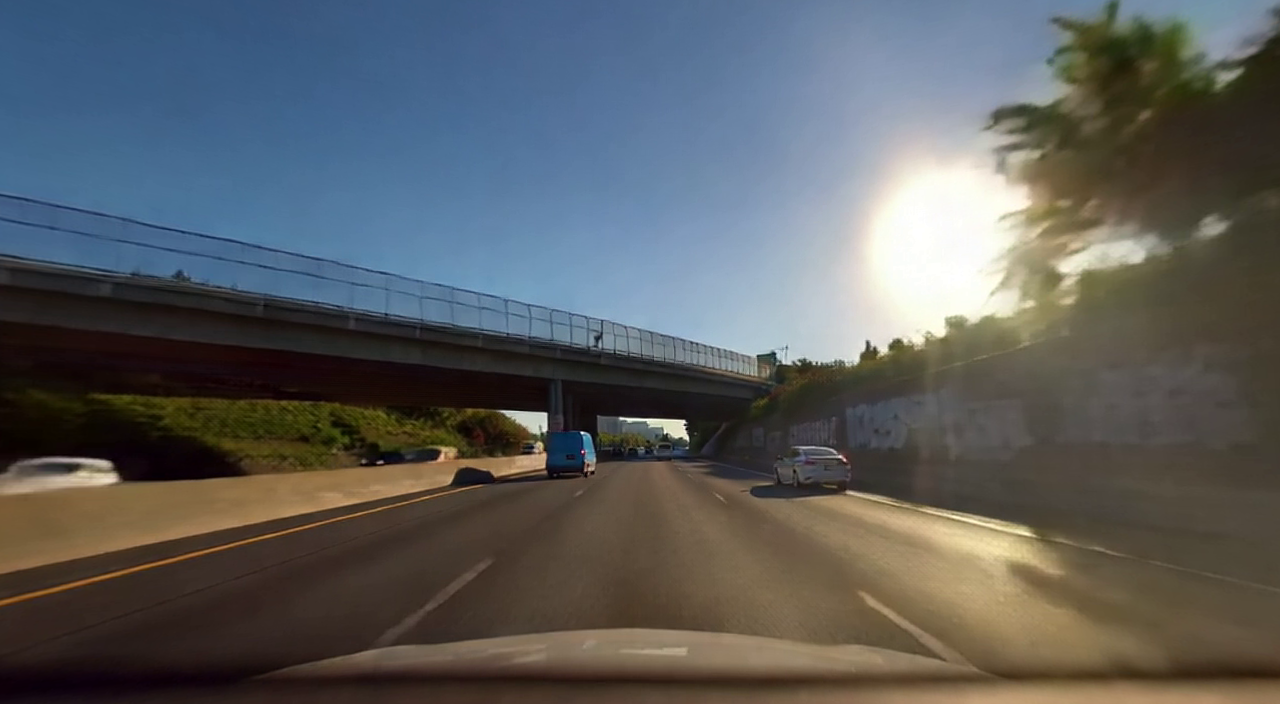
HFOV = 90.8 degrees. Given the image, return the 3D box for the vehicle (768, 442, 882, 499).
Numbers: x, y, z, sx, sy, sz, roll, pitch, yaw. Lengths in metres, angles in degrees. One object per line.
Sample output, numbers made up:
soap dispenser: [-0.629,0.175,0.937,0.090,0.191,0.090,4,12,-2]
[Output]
vehicle: [5.370,3.482,19.048,1.972,1.492,4.623,0,-8,-1]

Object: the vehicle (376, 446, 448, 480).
vehicle: [-11.586,5.627,32.375,1.948,1.598,4.306,0,-8,1]

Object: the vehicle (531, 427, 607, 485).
vehicle: [-2.652,4.057,24.907,2.310,2.030,5.094,0,-8,1]
